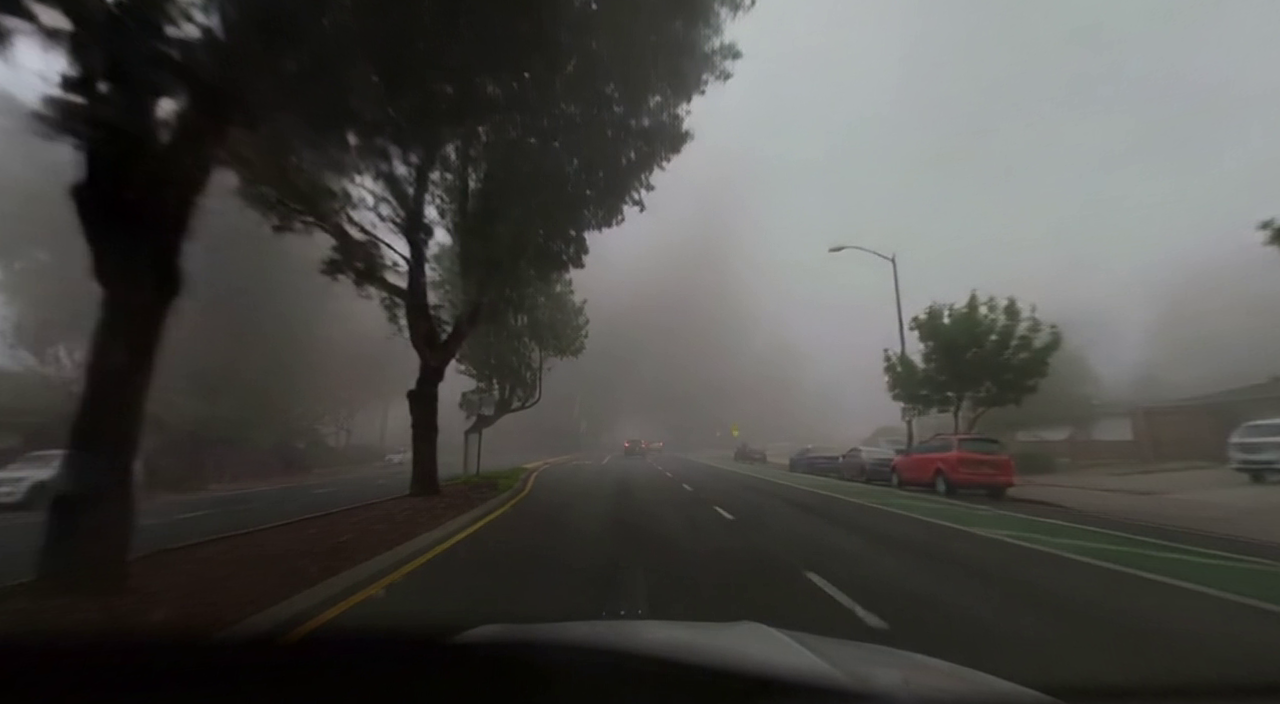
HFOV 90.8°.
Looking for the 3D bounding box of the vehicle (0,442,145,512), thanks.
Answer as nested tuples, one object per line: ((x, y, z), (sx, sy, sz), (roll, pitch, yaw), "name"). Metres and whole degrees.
((-17.947, 3.688, 19.026), (2.016, 1.755, 5.389), (-3, -8, -3), "vehicle")

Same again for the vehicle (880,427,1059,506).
((8.638, 3.037, 17.257), (2.100, 1.821, 4.991), (0, -8, -1), "vehicle")

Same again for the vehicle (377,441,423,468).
((-18.863, 8.025, 49.851), (1.994, 1.874, 4.502), (-3, -8, -1), "vehicle")

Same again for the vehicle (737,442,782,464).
((8.230, 6.988, 43.830), (1.925, 1.454, 4.493), (0, -8, -5), "vehicle")
